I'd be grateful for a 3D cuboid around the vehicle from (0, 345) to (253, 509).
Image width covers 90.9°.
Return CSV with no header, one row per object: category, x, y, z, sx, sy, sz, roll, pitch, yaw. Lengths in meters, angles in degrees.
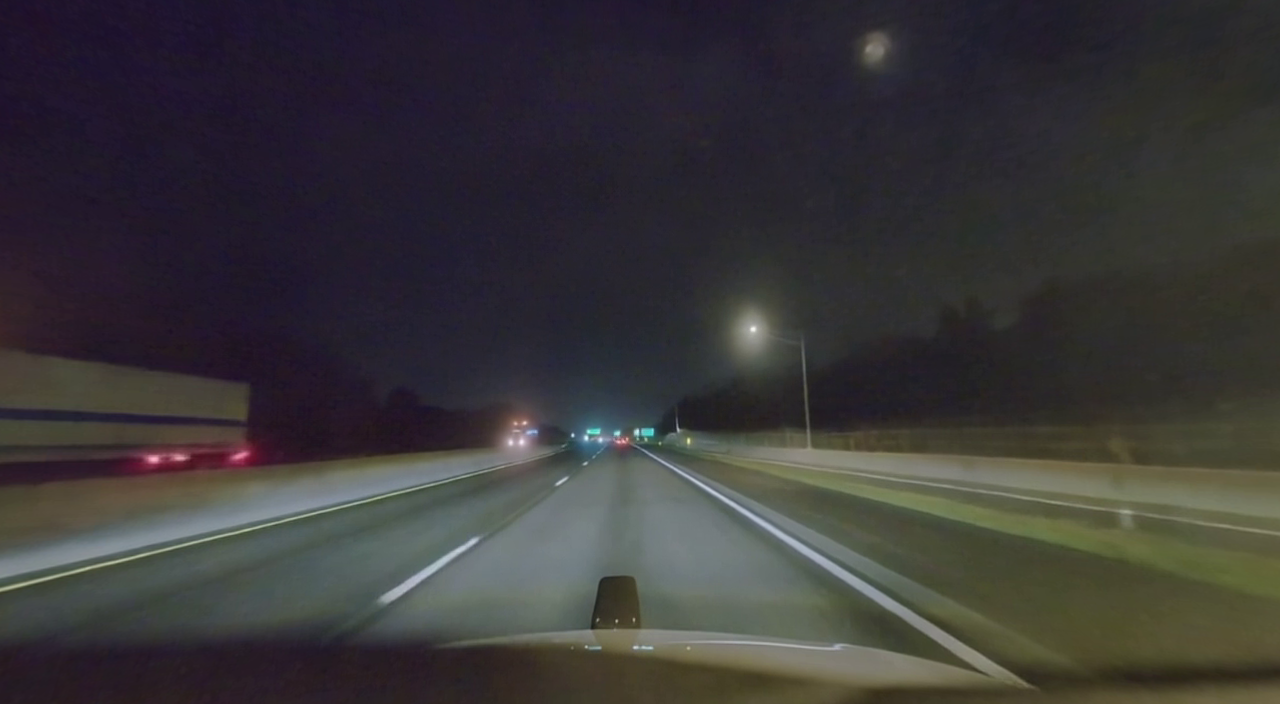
vehicle,-17.445,2.350,19.133,2.859,4.050,14.064,0,-8,-2
